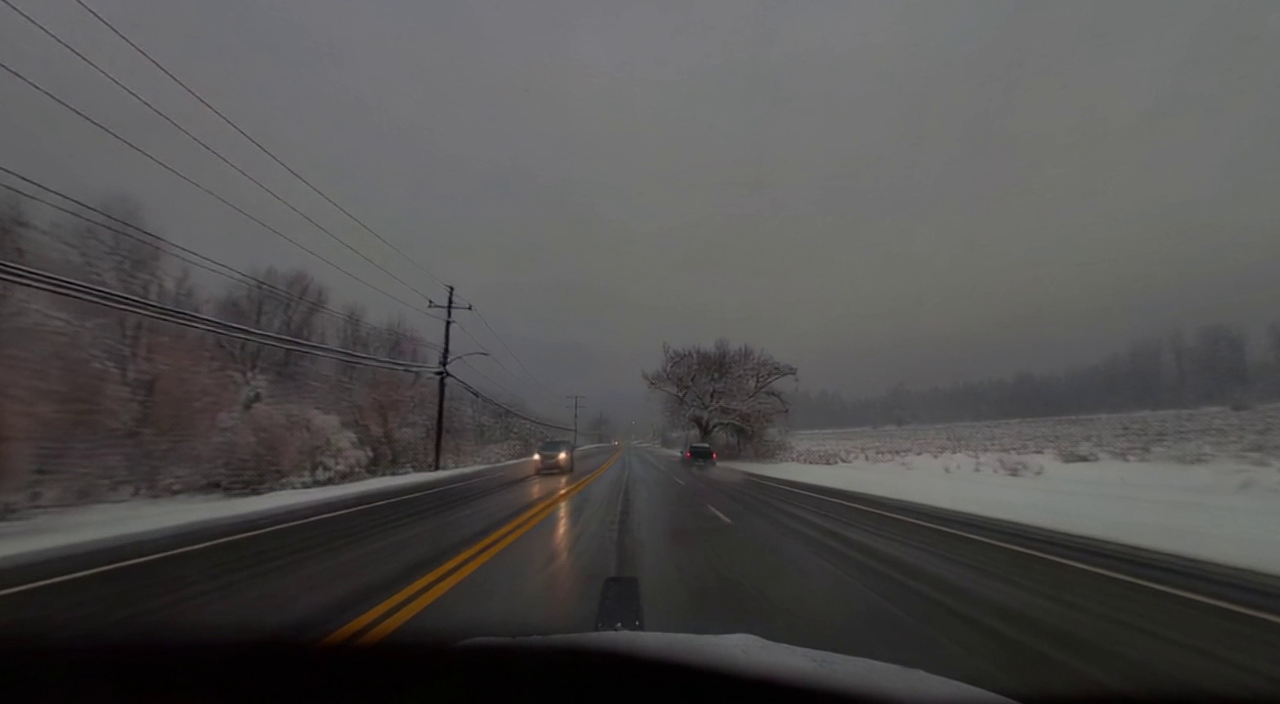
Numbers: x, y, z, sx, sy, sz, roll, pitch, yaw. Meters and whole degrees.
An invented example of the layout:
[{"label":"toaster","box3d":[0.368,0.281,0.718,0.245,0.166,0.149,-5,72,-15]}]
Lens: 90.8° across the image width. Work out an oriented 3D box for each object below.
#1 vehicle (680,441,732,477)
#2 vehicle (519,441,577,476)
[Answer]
[{"label":"vehicle","box3d":[3.273,5.393,32.091,2.135,1.692,4.185,0,-9,-1]},{"label":"vehicle","box3d":[-4.224,4.971,29.630,2.022,1.506,4.438,0,-9,0]}]
